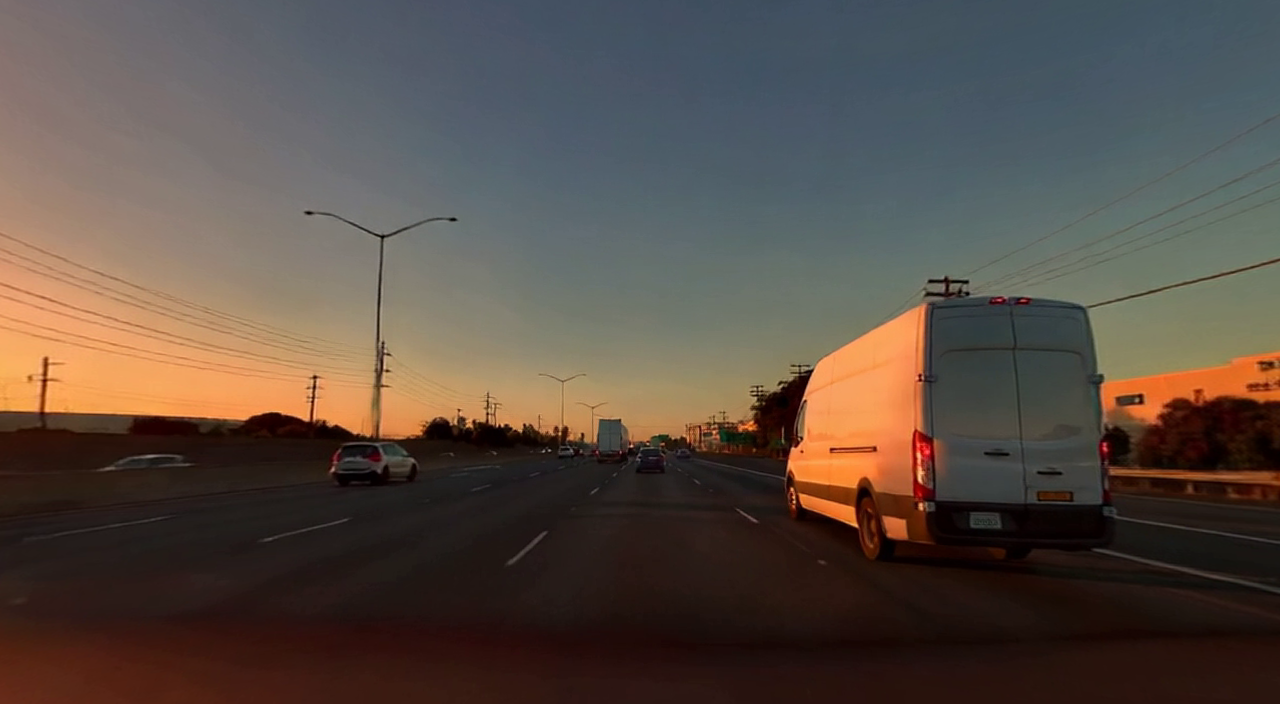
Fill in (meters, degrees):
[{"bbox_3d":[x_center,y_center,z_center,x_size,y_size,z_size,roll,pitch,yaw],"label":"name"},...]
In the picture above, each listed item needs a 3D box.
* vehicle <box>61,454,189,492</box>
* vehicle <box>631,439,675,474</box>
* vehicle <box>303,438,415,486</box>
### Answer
[{"bbox_3d":[-23.813,5.576,29.454,1.994,1.532,4.674,0,-8,0],"label":"vehicle"},{"bbox_3d":[0.709,5.837,35.503,2.279,1.837,4.747,0,-8,0],"label":"vehicle"},{"bbox_3d":[-10.829,4.255,24.748,2.097,1.673,4.730,0,-8,2],"label":"vehicle"}]
